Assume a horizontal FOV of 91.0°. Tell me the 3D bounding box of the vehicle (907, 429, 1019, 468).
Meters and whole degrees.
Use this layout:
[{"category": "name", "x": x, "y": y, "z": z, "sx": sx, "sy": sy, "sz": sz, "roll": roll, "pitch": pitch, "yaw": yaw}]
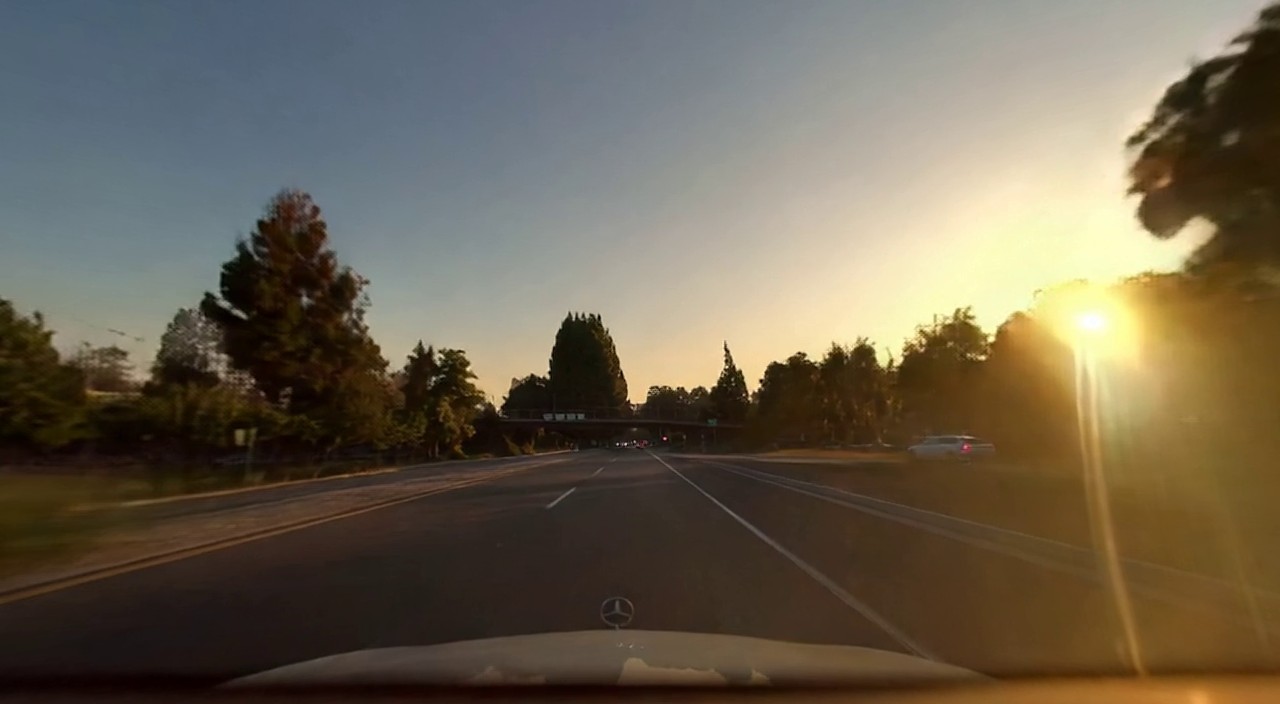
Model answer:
[{"category": "vehicle", "x": 17.734, "y": 5.324, "z": 34.917, "sx": 2.328, "sy": 1.916, "sz": 5.227, "roll": 2, "pitch": -9, "yaw": -20}]
